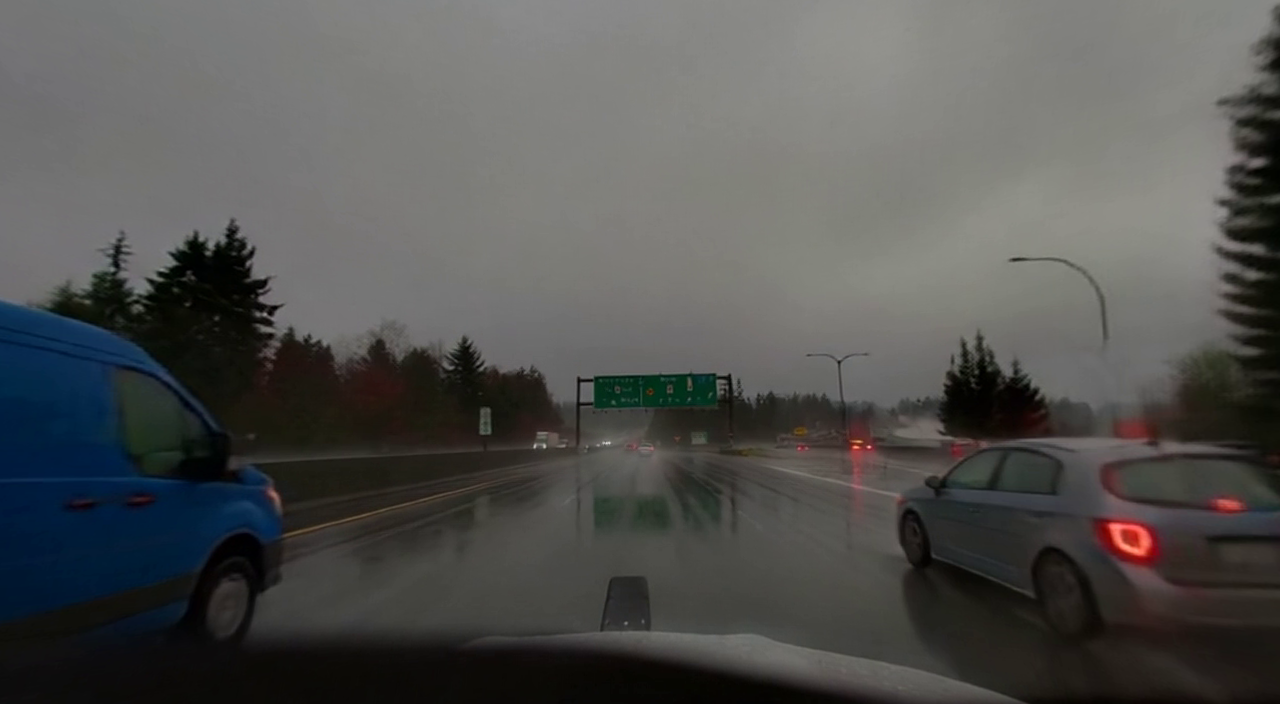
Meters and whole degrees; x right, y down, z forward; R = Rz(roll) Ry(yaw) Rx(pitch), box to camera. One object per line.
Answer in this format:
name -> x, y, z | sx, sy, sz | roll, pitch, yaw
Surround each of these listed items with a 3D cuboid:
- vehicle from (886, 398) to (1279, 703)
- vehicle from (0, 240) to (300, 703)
vehicle -> 3.761, 1.319, 5.152 | 1.909, 1.599, 3.943 | 0, -8, 1
vehicle -> -3.492, 0.552, 1.880 | 2.281, 2.025, 4.586 | 0, -8, 1
